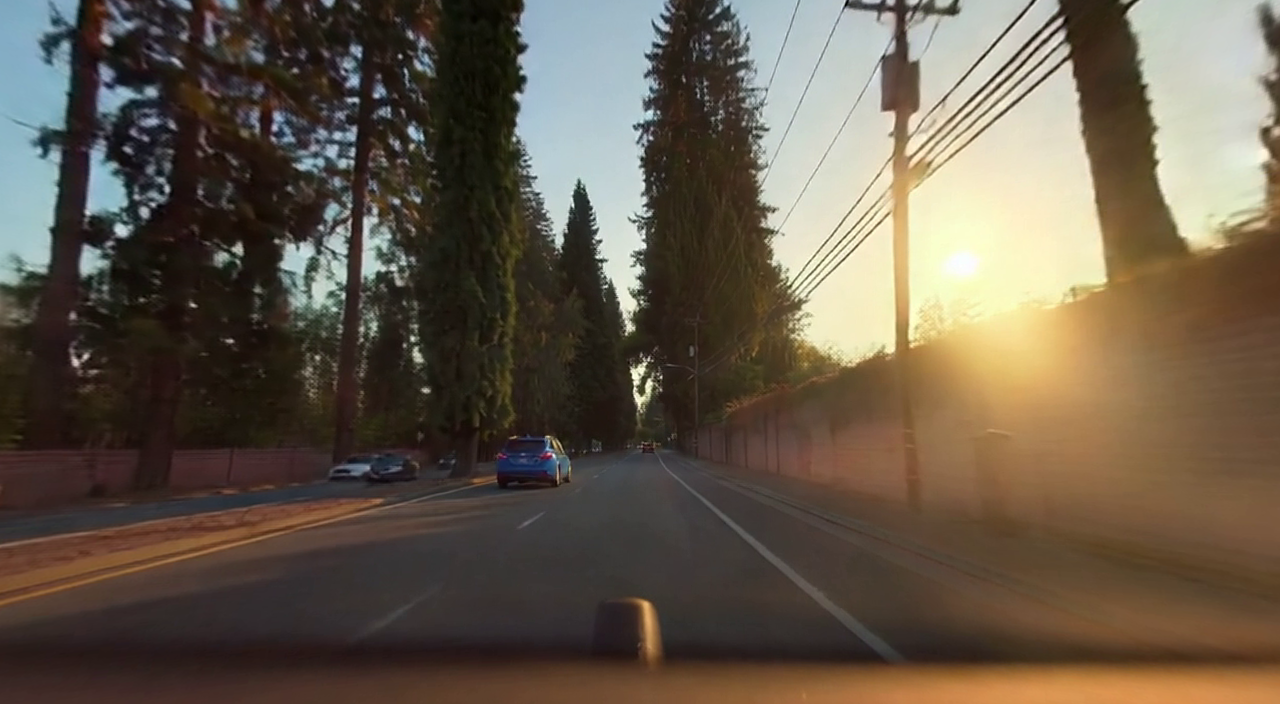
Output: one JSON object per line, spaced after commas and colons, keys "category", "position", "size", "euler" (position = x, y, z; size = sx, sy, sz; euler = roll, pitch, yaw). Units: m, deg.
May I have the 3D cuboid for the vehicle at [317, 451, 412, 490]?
{"category": "vehicle", "position": [-12.007, 5.164, 27.828], "size": [1.988, 1.494, 4.693], "euler": [0, -8, 1]}

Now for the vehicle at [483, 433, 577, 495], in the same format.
{"category": "vehicle", "position": [-3.356, 3.516, 20.198], "size": [2.147, 1.730, 4.555], "euler": [0, -8, 1]}
